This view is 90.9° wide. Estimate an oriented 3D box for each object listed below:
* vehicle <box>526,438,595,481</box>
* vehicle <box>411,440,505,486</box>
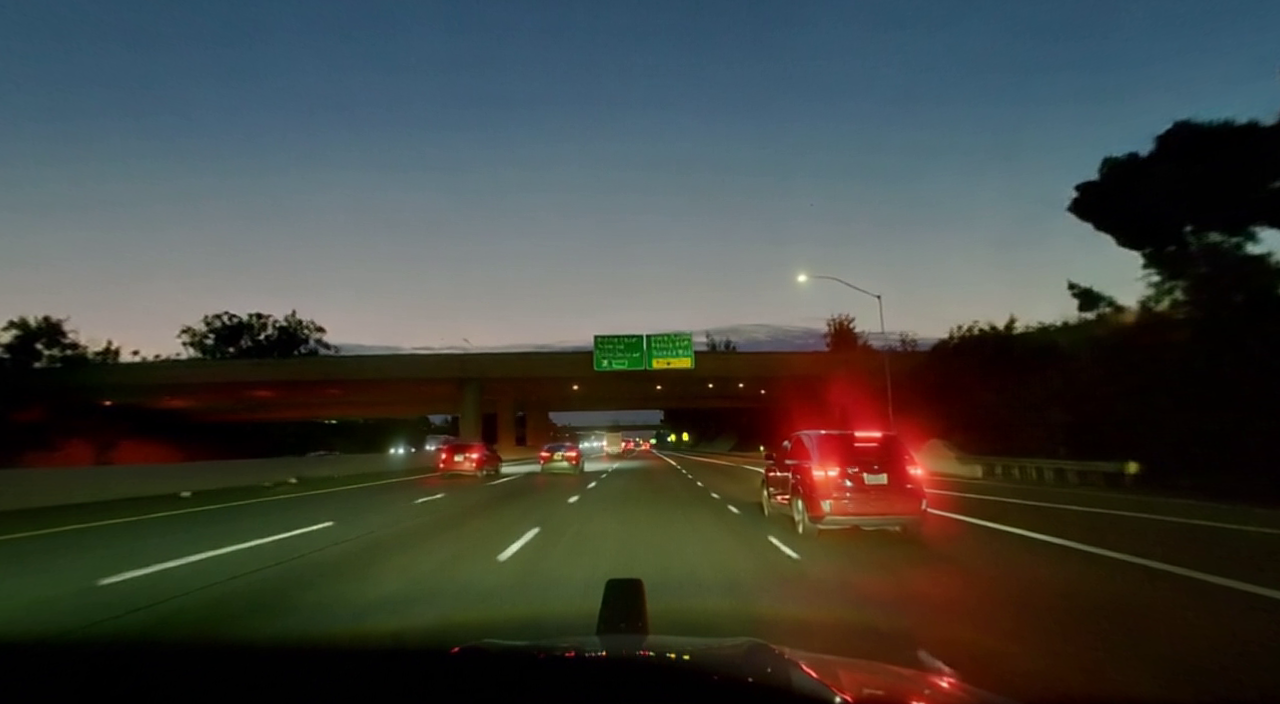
[{"bbox_3d":[-3.223,4.484,26.613,2.210,1.628,4.586,-1,-9,2],"label":"vehicle"},{"bbox_3d":[-6.776,4.181,24.135,2.069,1.551,4.830,0,-9,1],"label":"vehicle"}]
